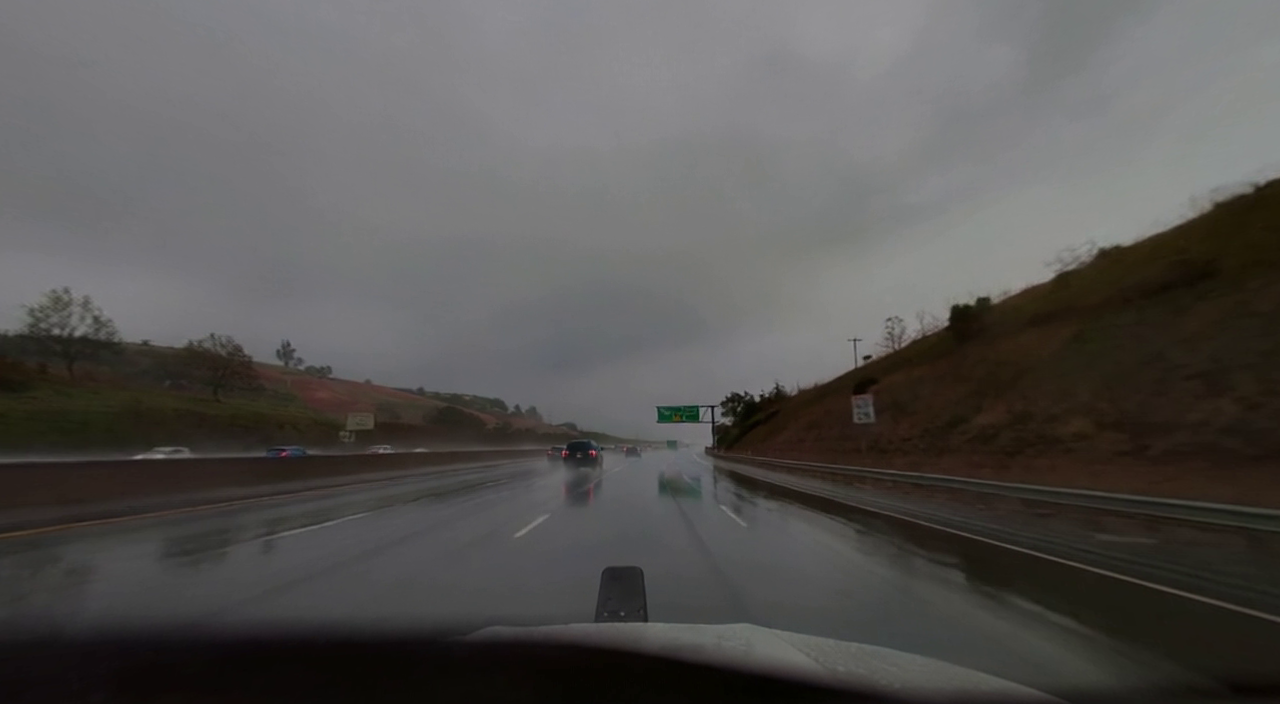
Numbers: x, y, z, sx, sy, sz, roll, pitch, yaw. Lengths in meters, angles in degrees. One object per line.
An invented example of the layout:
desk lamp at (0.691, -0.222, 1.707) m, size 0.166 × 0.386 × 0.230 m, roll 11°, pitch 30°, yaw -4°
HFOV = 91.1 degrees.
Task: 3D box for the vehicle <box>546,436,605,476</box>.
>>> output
vehicle at (-3.248, 5.386, 32.857) m, size 2.413 × 1.896 × 5.218 m, roll 0°, pitch -9°, yaw 1°

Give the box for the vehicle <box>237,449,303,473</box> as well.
vehicle at (-27.617, 8.093, 47.031) m, size 2.016 × 1.671 × 4.537 m, roll -1°, pitch -9°, yaw 2°
